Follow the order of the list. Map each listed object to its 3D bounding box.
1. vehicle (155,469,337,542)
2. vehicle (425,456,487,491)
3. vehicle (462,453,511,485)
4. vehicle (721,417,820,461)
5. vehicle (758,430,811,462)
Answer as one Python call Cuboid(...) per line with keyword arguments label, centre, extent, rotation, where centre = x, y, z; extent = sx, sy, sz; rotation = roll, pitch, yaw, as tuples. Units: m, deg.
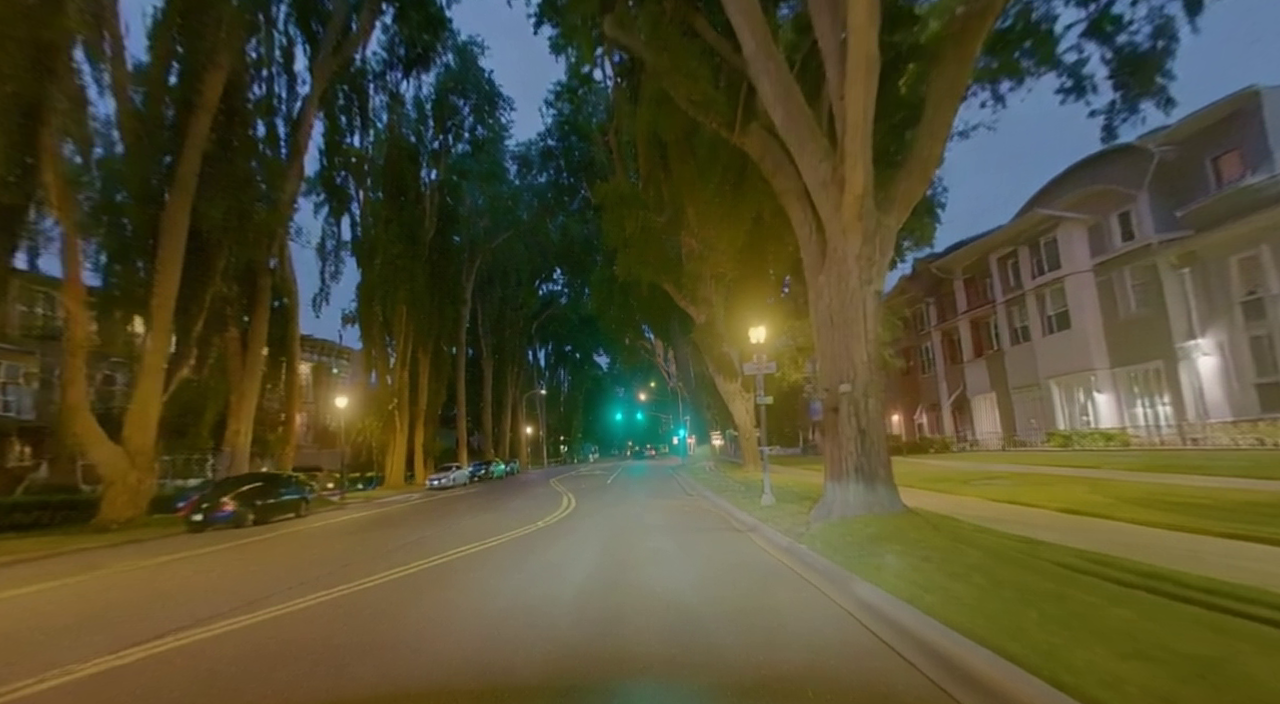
Cuboid(label="vehicle", centre=(-10.148, 3.958, 16.782), extent=(1.892, 1.484, 4.576), rotation=(0, -9, 0))
Cuboid(label="vehicle", centre=(-10.418, 6.875, 36.004), extent=(1.995, 1.657, 4.609), rotation=(-5, -9, 2))
Cuboid(label="vehicle", centre=(-10.083, 7.700, 41.751), extent=(2.006, 1.810, 4.844), rotation=(-5, -9, -1))
Cuboid(label="vehicle", centre=(8.903, 6.013, 43.212), extent=(6.019, 2.672, 2.563), rotation=(-6, -10, 27))
Cuboid(label="vehicle", centre=(8.667, 5.733, 38.252), extent=(1.999, 1.753, 4.995), rotation=(-1, -9, -1))
